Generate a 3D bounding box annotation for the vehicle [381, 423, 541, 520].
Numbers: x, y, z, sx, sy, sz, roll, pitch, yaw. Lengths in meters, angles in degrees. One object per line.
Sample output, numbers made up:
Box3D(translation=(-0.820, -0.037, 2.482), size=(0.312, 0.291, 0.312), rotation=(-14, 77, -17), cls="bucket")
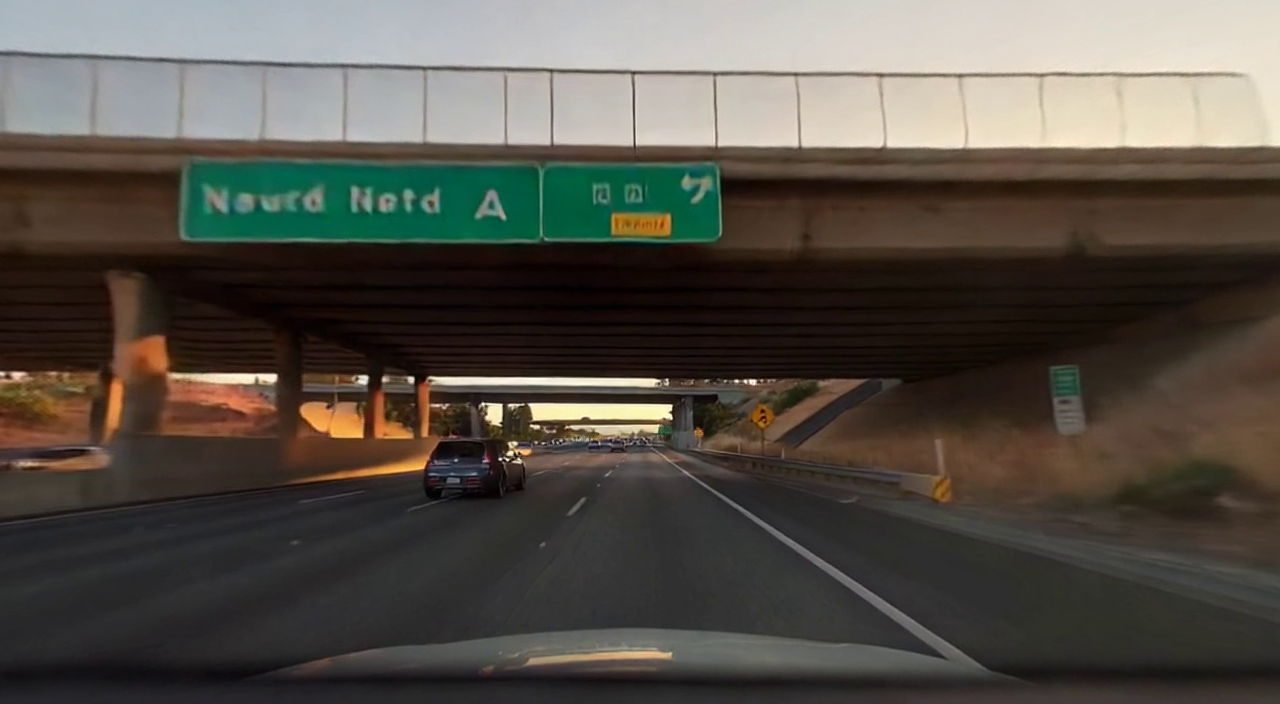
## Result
Box3D(translation=(-3.513, 2.440, 13.367), size=(2.048, 1.705, 4.384), rotation=(0, -8, 1), cls="vehicle")
